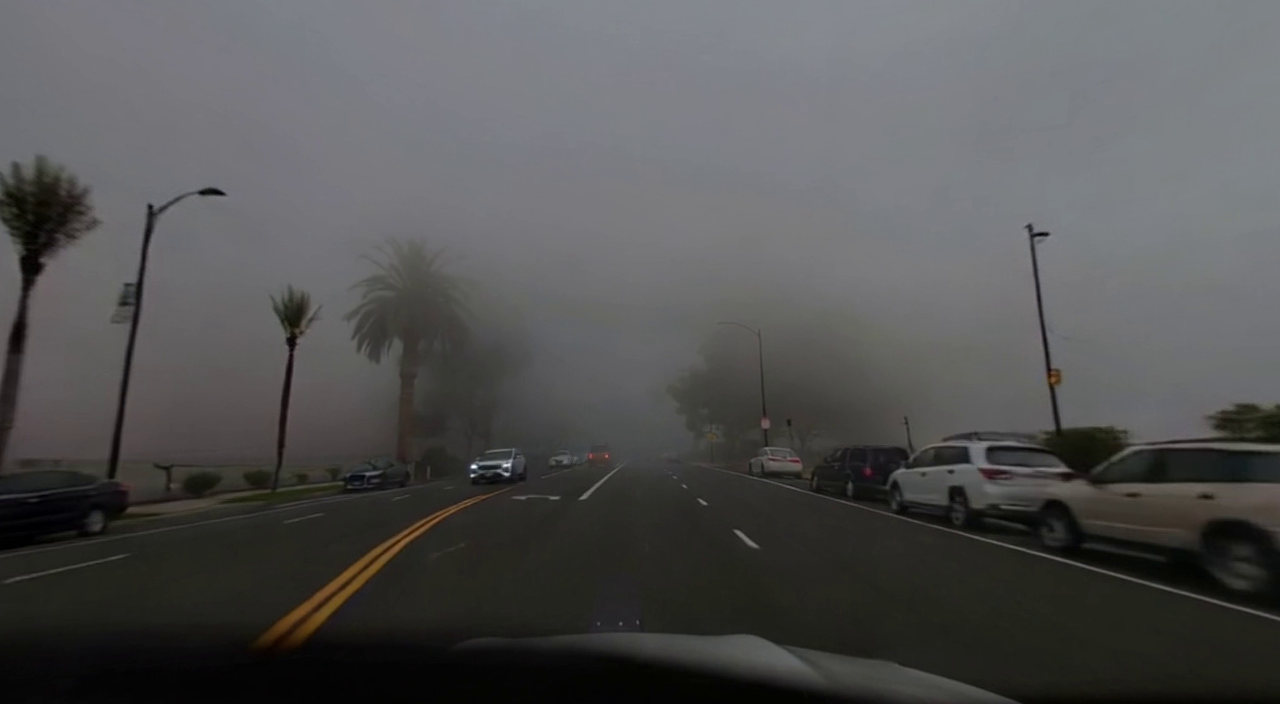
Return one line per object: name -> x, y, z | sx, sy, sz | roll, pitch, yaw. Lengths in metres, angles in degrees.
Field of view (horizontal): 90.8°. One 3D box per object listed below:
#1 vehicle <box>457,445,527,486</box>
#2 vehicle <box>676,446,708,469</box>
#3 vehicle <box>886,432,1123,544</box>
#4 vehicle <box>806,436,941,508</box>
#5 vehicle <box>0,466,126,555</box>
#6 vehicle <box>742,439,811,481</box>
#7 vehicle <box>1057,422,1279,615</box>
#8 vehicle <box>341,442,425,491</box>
vehicle -> -6.033, 4.651, 26.208 | 2.010, 1.538, 3.871 | 0, -8, -1
vehicle -> 3.487, 7.112, 42.846 | 1.896, 1.501, 3.625 | 0, -8, 1
vehicle -> 6.608, 2.465, 12.213 | 1.846, 1.739, 4.525 | 0, -8, 0
vehicle -> 6.492, 3.352, 18.253 | 1.966, 1.790, 4.646 | 0, -8, -2
vehicle -> -12.592, 3.024, 12.081 | 1.838, 1.515, 4.432 | 0, -8, -1
vehicle -> 6.606, 5.266, 31.254 | 2.128, 1.887, 5.602 | 0, -8, 0
vehicle -> 6.605, 1.579, 6.300 | 1.861, 1.695, 4.283 | 0, -8, -1
vehicle -> -12.479, 5.712, 31.070 | 2.217, 1.976, 4.738 | -1, -15, -2
